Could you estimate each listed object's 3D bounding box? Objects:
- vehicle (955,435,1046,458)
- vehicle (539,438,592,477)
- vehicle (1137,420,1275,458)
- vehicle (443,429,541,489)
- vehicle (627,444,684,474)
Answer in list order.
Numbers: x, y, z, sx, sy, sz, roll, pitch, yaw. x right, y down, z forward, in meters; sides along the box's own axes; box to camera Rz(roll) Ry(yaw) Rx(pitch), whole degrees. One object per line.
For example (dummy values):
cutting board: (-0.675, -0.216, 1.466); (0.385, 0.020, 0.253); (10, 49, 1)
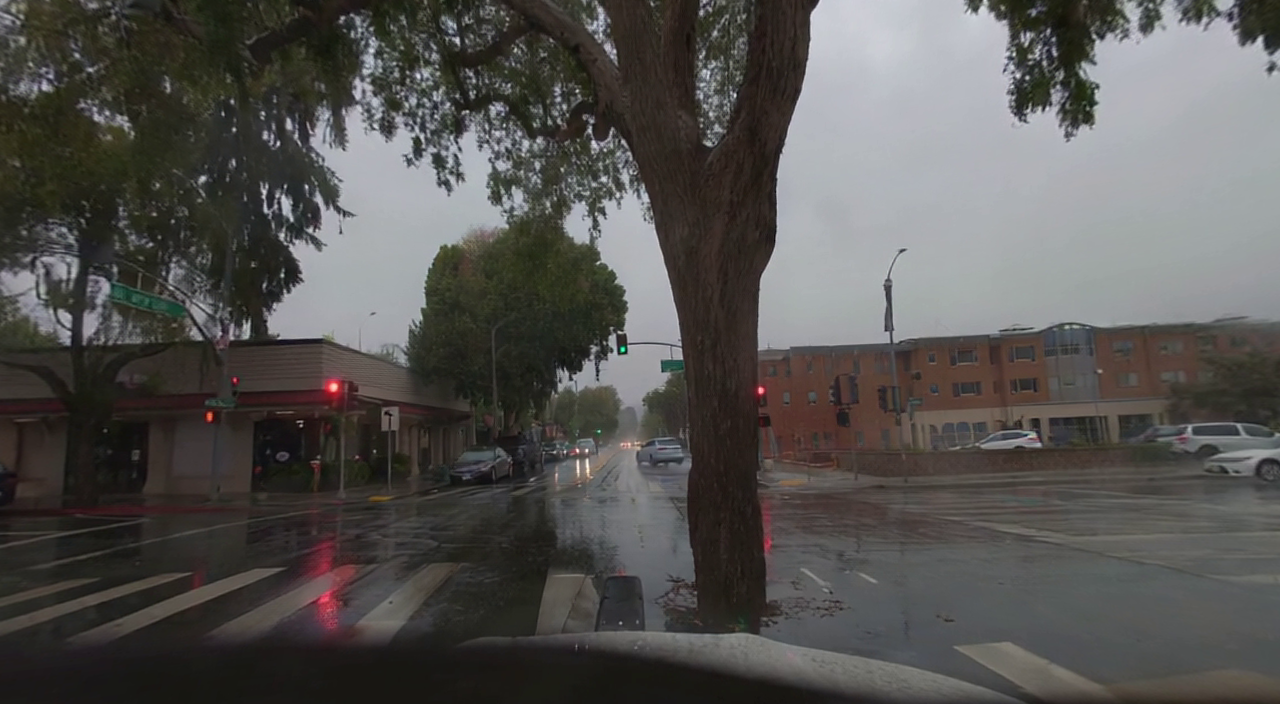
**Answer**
vehicle: (24.969, 6.555, 43.833); (5.172, 1.515, 1.851); (0, -9, -2)
vehicle: (-3.650, 5.280, 31.918); (2.120, 1.783, 4.788); (0, -9, 0)
vehicle: (33.271, 5.153, 37.230); (5.969, 2.149, 2.331); (0, -9, -4)
vehicle: (-6.500, 4.831, 28.968); (2.896, 2.339, 7.322); (0, -9, -1)
vehicle: (0.761, 5.790, 34.512); (2.056, 1.493, 4.535); (2, -9, -13)
